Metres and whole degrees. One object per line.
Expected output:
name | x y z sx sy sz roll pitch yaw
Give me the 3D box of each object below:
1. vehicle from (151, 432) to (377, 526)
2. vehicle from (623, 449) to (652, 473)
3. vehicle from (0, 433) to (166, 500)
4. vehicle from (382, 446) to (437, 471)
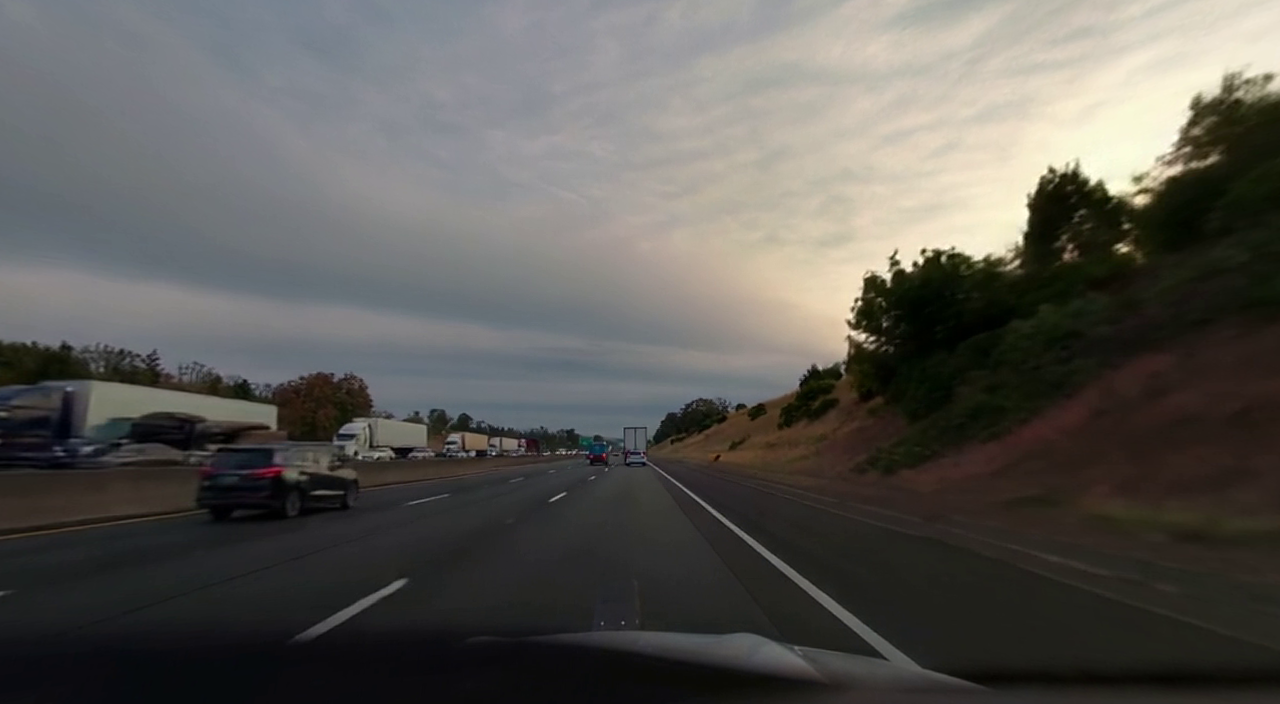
vehicle | -7.575 2.599 13.393 2.004 1.629 4.506 0 -9 0
vehicle | -0.200 7.829 45.359 2.009 1.657 3.962 0 -9 -1
vehicle | -14.342 2.797 15.669 1.891 1.426 4.156 0 -9 -1
vehicle | -14.865 6.898 40.895 1.817 1.508 4.734 0 -9 0
